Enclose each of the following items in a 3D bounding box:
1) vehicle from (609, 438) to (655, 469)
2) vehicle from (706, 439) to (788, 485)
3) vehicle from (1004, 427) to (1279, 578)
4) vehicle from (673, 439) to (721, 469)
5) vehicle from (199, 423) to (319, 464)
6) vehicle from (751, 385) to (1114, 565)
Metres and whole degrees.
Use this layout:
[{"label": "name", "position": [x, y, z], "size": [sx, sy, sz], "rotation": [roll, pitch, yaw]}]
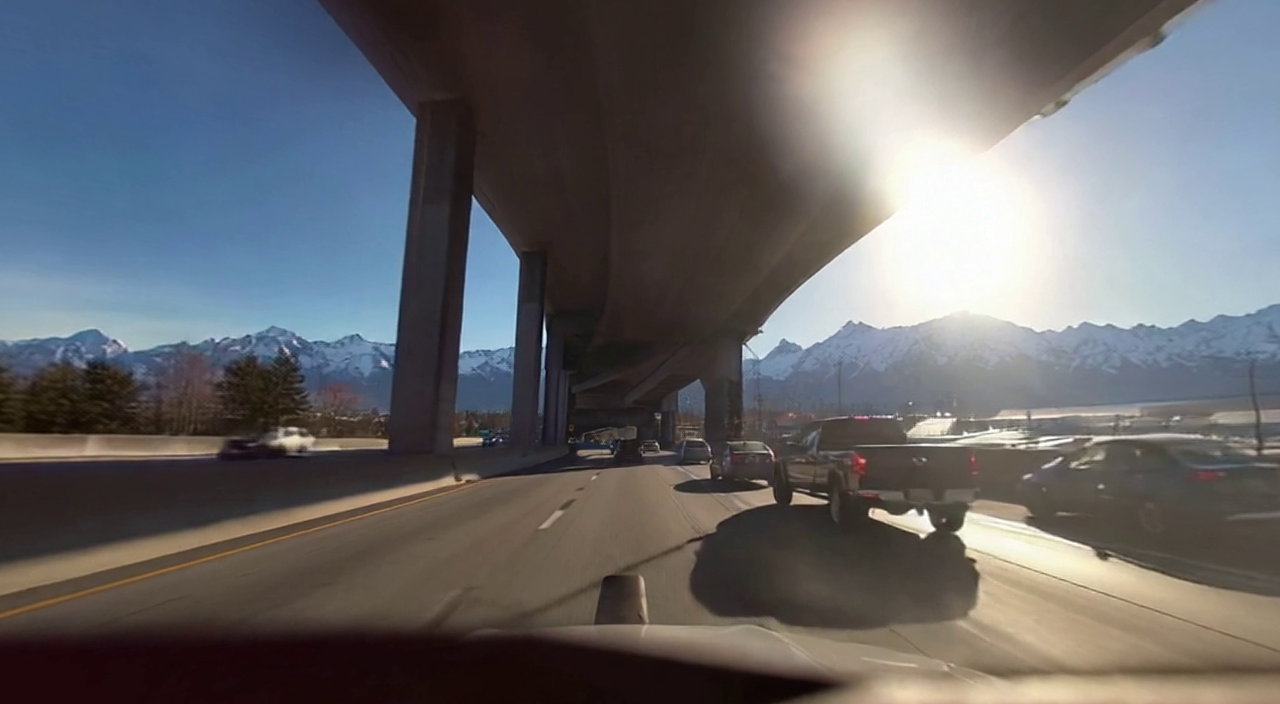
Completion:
[{"label": "vehicle", "position": [-0.456, 5.396, 33.680], "size": [2.266, 1.549, 3.978], "rotation": [0, -8, -2]}, {"label": "vehicle", "position": [3.652, 3.862, 22.564], "size": [1.923, 1.462, 4.895], "rotation": [0, -8, -2]}, {"label": "vehicle", "position": [7.360, 1.834, 8.593], "size": [1.960, 1.496, 4.705], "rotation": [0, -8, -1]}, {"label": "vehicle", "position": [3.132, 5.740, 35.750], "size": [2.057, 1.517, 4.538], "rotation": [0, -8, -3]}, {"label": "vehicle", "position": [-15.265, 3.724, 25.706], "size": [1.974, 1.493, 4.796], "rotation": [0, -8, -1]}, {"label": "vehicle", "position": [4.000, 1.927, 10.857], "size": [2.747, 2.061, 7.011], "rotation": [0, -8, -1]}]
